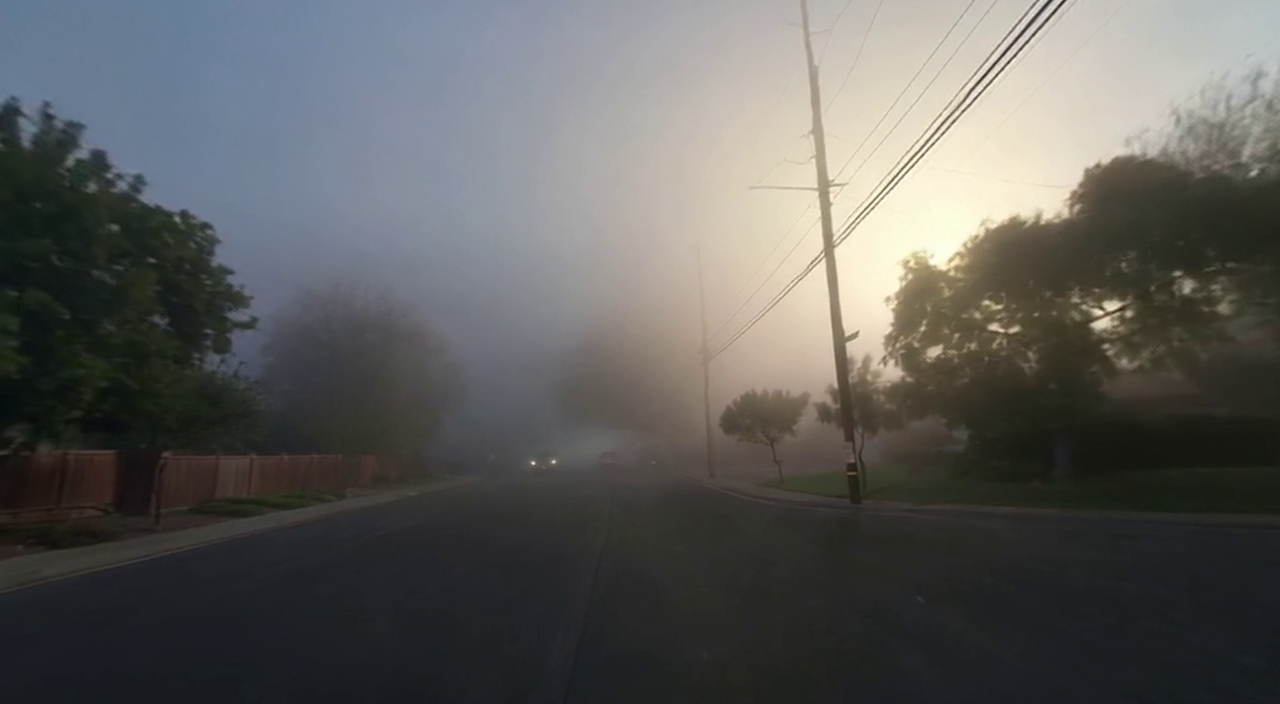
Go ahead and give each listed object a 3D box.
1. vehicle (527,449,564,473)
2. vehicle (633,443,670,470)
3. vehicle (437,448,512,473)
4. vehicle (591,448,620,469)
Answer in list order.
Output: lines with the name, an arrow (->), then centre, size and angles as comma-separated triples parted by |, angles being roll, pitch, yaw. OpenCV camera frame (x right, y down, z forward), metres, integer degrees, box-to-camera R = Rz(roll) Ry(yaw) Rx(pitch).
vehicle -> -6.326, 7.358, 42.811 | 1.926, 1.513, 4.236 | 0, -8, -1
vehicle -> 0.776, 7.922, 48.292 | 2.394, 1.901, 5.759 | 0, -8, -4
vehicle -> -12.158, 7.996, 46.645 | 4.947, 1.769, 2.023 | 0, -8, -2
vehicle -> -2.555, 7.852, 46.762 | 2.064, 1.477, 3.968 | 0, -8, -3
